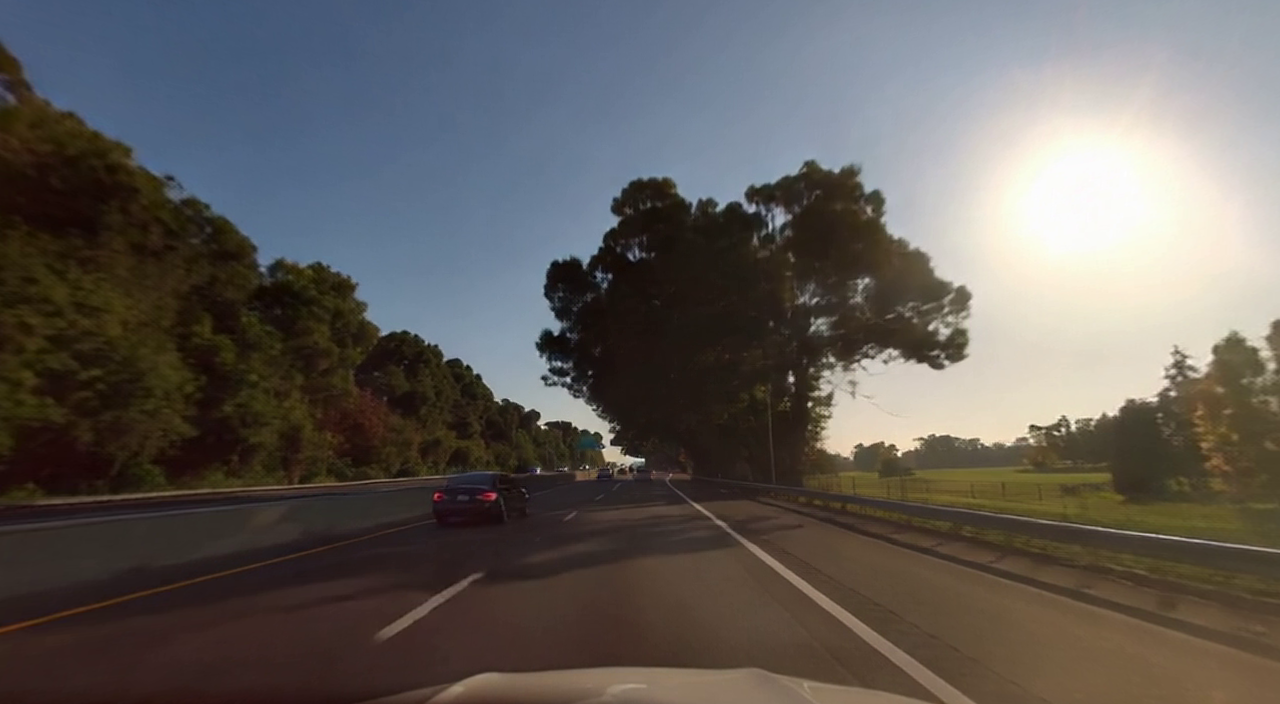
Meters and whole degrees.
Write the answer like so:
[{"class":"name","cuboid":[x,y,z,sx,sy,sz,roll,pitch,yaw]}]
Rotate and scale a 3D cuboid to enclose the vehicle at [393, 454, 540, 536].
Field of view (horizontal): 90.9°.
[{"class":"vehicle","cuboid":[-3.698,3.159,14.358,2.047,1.523,4.279,1,-11,1]}]
